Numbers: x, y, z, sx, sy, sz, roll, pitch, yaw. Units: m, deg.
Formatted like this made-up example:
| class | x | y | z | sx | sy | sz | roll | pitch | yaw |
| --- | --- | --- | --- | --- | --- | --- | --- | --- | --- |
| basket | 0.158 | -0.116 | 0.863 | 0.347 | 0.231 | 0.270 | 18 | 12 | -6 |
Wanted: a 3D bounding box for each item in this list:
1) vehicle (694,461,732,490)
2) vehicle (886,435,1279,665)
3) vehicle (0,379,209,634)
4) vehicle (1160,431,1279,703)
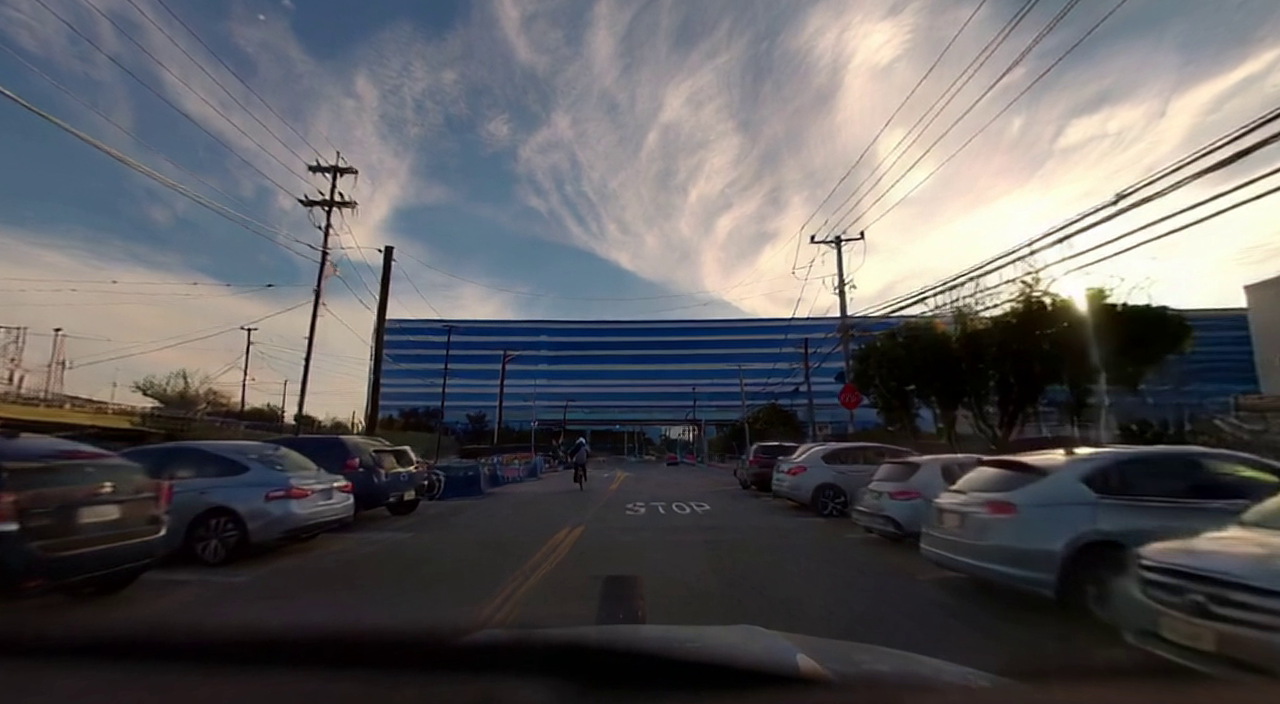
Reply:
| class | x | y | z | sx | sy | sz | roll | pitch | yaw |
| --- | --- | --- | --- | --- | --- | --- | --- | --- | --- |
| vehicle | 5.075 | 8.657 | 44.527 | 2.007 | 1.804 | 4.136 | 0 | -8 | -2 |
| vehicle | 4.591 | 1.430 | 5.144 | 4.318 | 1.459 | 1.971 | 0 | -9 | 0 |
| vehicle | -6.555 | 1.080 | 5.090 | 4.515 | 1.689 | 1.942 | 4 | -12 | -2 |
| vehicle | 5.166 | 1.018 | 2.459 | 4.553 | 1.427 | 1.939 | 0 | -9 | -1 |
